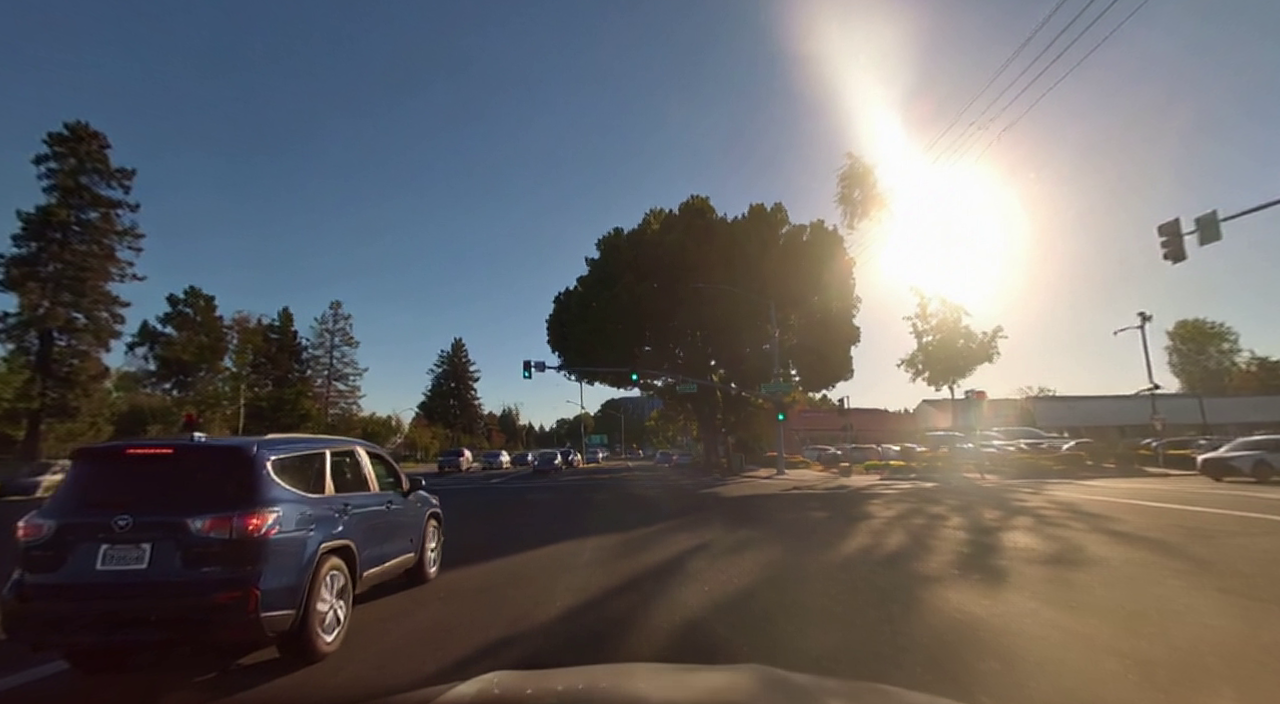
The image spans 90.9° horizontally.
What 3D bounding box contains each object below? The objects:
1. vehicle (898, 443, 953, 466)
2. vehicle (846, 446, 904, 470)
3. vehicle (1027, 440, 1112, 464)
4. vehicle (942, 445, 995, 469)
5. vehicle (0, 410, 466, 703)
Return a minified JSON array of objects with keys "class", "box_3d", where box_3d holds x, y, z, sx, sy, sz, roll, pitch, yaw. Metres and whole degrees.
[{"class":"vehicle","box_3d":[19.111,6.822,42.138,1.945,1.434,4.293,-8,-11,43]},{"class":"vehicle","box_3d":[16.713,7.462,44.629,2.060,1.445,4.712,-9,-10,43]},{"class":"vehicle","box_3d":[29.649,6.881,43.554,4.678,1.558,1.883,1,-8,-7]},{"class":"vehicle","box_3d":[21.165,6.693,40.510,1.930,1.410,4.313,-8,-11,41]},{"class":"vehicle","box_3d":[-2.868,1.268,4.310,1.924,1.482,4.734,0,-8,1]}]
